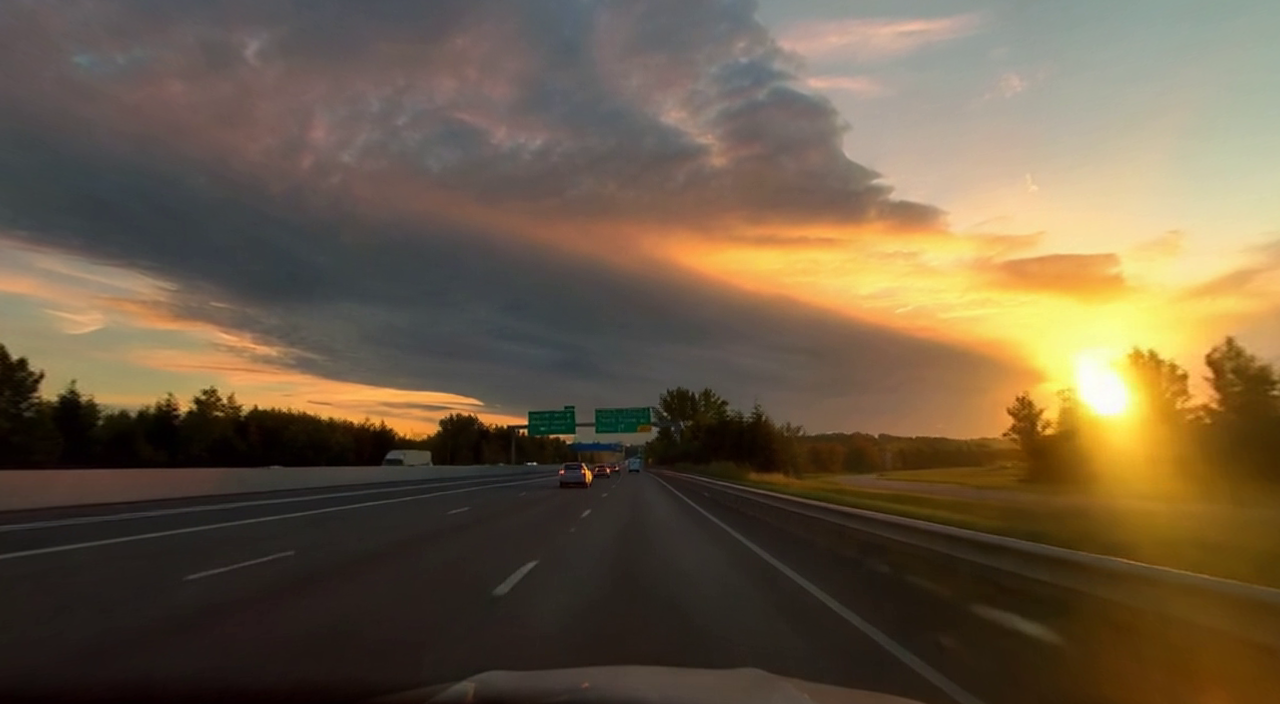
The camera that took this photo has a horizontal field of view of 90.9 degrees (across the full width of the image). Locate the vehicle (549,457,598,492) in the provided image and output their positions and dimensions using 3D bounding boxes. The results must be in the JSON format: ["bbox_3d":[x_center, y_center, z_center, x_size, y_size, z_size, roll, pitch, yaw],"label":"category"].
[{"bbox_3d":[-3.351,6.343,32.606,2.092,1.642,3.895,1,-11,0],"label":"vehicle"}]
